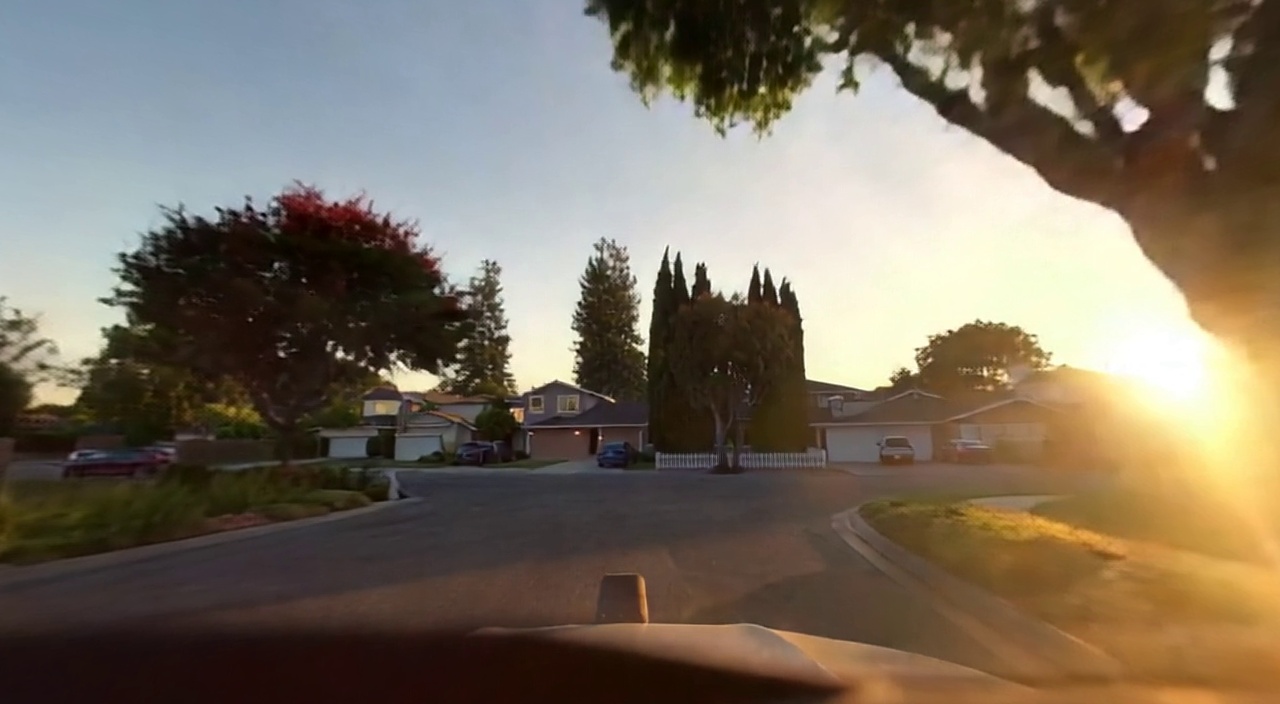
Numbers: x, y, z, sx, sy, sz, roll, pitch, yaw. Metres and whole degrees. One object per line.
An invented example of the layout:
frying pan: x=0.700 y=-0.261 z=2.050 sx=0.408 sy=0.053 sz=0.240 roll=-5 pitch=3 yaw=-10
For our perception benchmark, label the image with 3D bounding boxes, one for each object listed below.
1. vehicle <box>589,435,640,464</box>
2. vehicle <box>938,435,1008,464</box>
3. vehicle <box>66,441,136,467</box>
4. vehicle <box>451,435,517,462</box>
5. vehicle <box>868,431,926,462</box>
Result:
vehicle: x=-1.495 y=6.053 z=39.174 sx=1.942 sy=1.651 sz=4.655 roll=-2 pitch=-9 yaw=14
vehicle: x=19.051 y=5.633 z=36.382 sx=1.873 sy=1.556 sz=4.216 roll=-1 pitch=-9 yaw=3
vehicle: x=-37.485 y=7.109 z=43.940 sx=4.105 sy=1.691 sz=2.003 roll=-4 pitch=-10 yaw=24
vehicle: x=-10.459 y=6.560 z=42.695 sx=1.942 sy=1.700 sz=4.478 roll=-4 pitch=-10 yaw=24
vehicle: x=15.245 y=5.663 z=37.776 sx=1.937 sy=1.731 sz=4.179 roll=-1 pitch=-9 yaw=4
